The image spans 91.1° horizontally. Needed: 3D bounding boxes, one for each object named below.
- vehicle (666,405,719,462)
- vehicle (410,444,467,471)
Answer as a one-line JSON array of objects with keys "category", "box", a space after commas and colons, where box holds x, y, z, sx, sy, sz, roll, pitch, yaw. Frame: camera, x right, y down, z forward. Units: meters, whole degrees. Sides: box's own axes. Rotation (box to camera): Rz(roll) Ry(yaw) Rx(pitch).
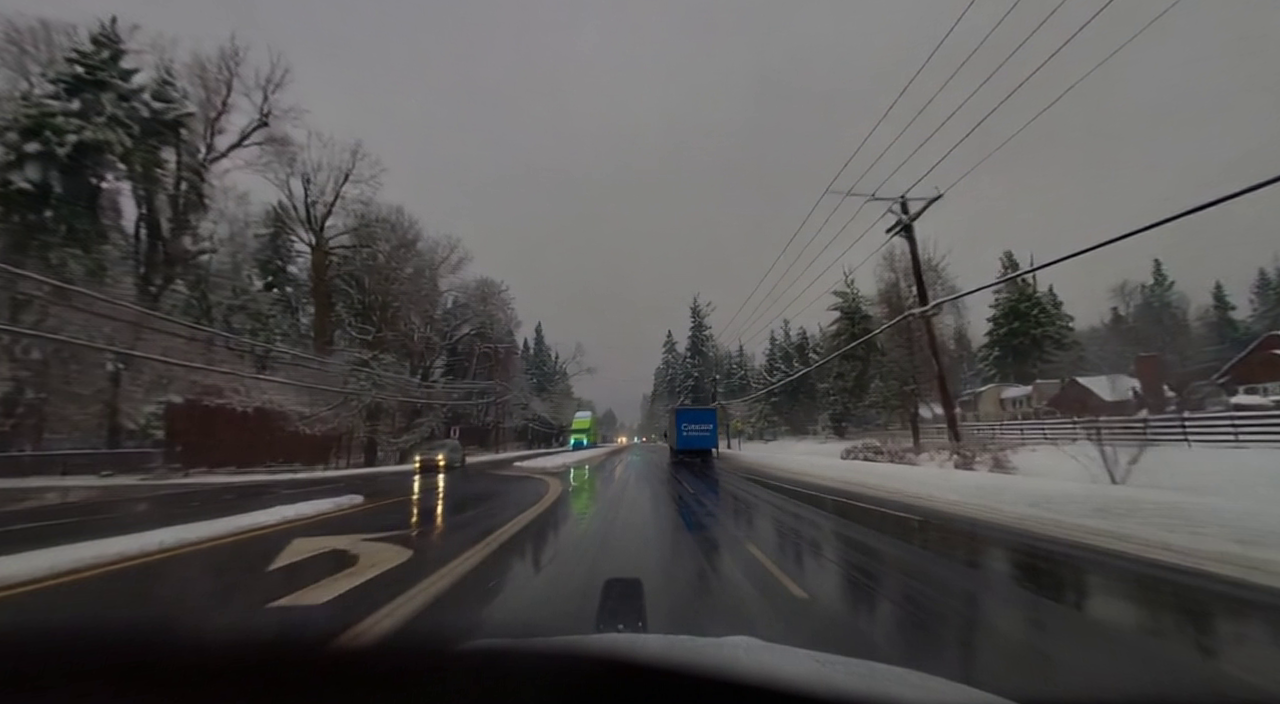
[{"category": "vehicle", "box": [3.740, 6.176, 47.147, 2.973, 3.848, 9.336, 0, -8, -2]}, {"category": "vehicle", "box": [-12.108, 6.349, 38.028, 1.947, 1.528, 4.461, 0, -8, 0]}]
